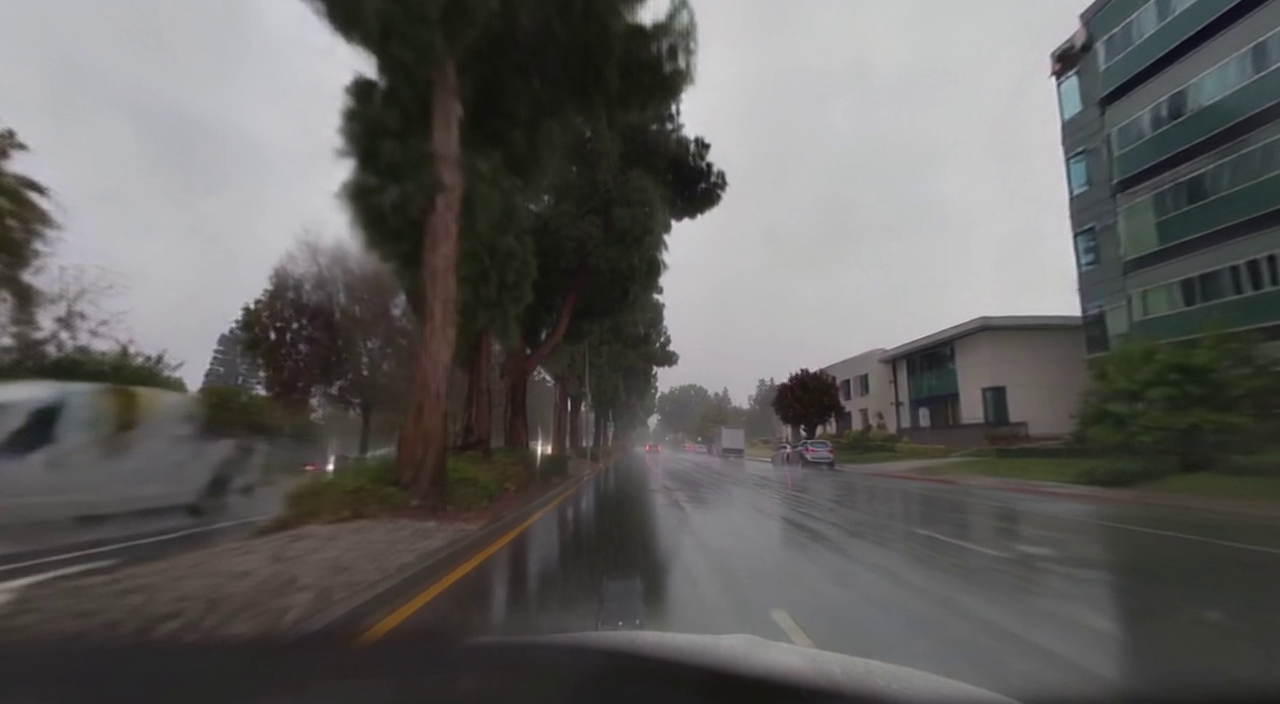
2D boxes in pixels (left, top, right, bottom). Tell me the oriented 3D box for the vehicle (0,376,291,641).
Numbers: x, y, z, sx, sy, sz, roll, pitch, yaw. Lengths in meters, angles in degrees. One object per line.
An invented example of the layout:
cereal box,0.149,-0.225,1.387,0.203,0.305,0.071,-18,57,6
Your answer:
vehicle,-5.434,1.278,5.702,2.098,1.789,4.338,0,-8,-1

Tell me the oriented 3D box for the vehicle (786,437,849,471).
vehicle,10.110,5.841,36.388,2.043,1.761,5.022,0,-8,-1
